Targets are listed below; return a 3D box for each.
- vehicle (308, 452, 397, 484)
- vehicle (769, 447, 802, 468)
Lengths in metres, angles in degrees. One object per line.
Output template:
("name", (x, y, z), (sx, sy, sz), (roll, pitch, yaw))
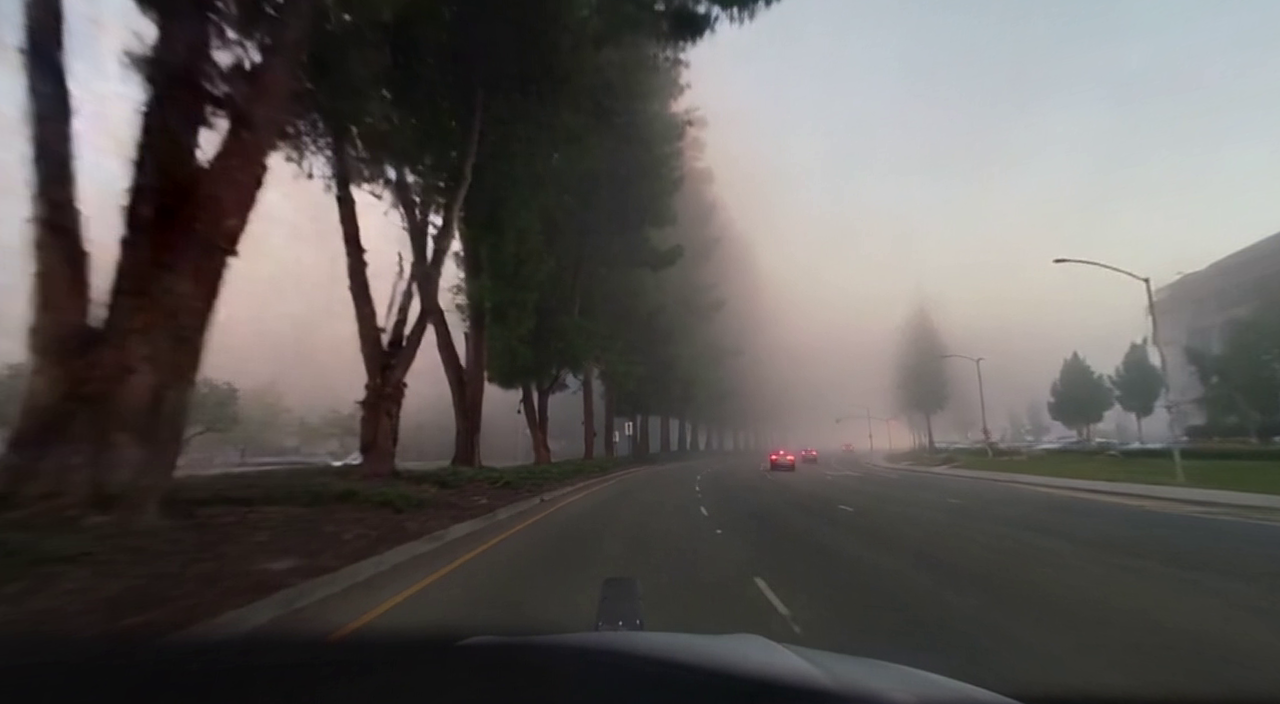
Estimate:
("vehicle", (-14.564, 5.858, 32.331), (1.943, 1.469, 4.537), (-1, -9, 7))
("vehicle", (10.887, 7.891, 47.466), (1.988, 1.460, 3.996), (-1, -9, 7))
